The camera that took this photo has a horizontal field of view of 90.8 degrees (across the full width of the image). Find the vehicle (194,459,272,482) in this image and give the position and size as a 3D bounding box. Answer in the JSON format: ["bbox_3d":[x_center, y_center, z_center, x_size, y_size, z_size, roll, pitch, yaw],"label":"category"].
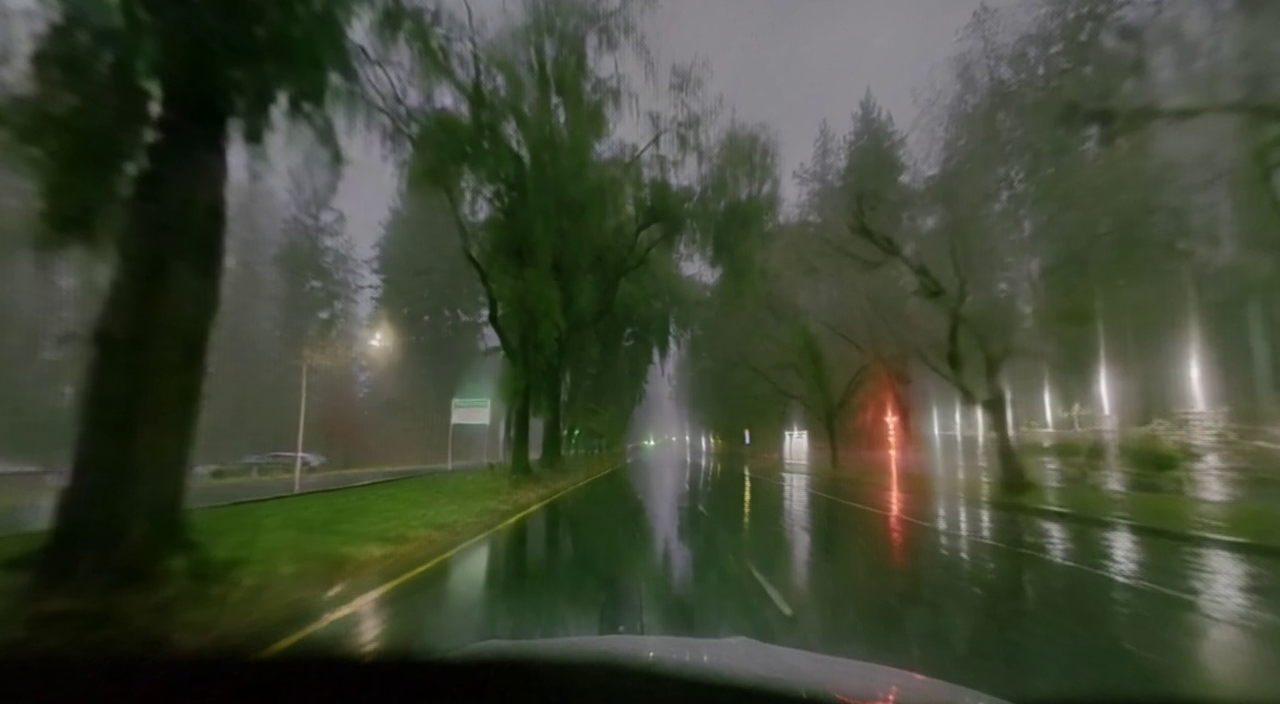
[{"bbox_3d":[-31.134,9.078,48.390,4.606,1.606,2.045,-1,-8,2],"label":"vehicle"}]
